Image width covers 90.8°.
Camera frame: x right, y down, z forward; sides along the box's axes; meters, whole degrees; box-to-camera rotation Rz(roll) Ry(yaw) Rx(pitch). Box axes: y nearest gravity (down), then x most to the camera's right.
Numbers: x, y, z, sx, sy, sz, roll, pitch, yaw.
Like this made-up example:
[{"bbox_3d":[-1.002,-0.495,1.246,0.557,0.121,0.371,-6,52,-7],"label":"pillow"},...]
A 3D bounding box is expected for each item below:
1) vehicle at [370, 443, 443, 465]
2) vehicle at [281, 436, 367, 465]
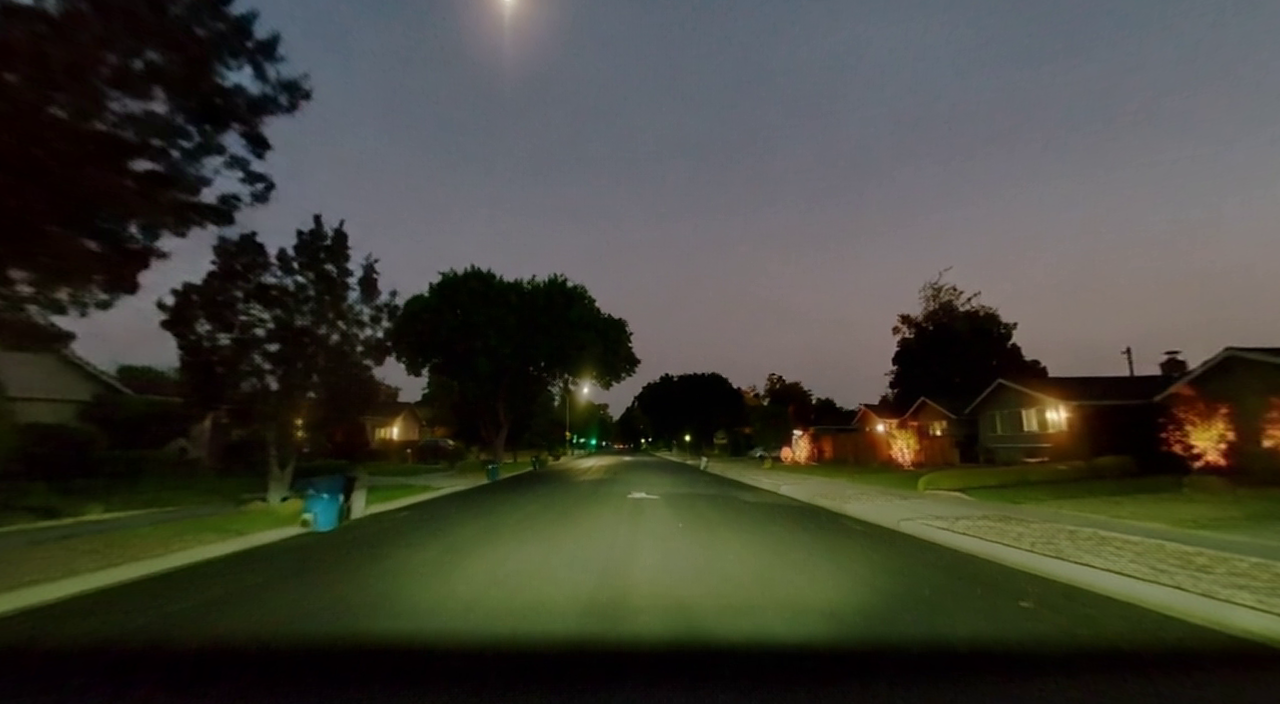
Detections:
[{"bbox_3d":[-16.567,7.270,44.956,4.307,1.508,2.072,0,-10,0],"label":"vehicle"},{"bbox_3d":[-20.147,6.308,40.425,4.359,1.789,2.123,0,-10,-1],"label":"vehicle"}]
